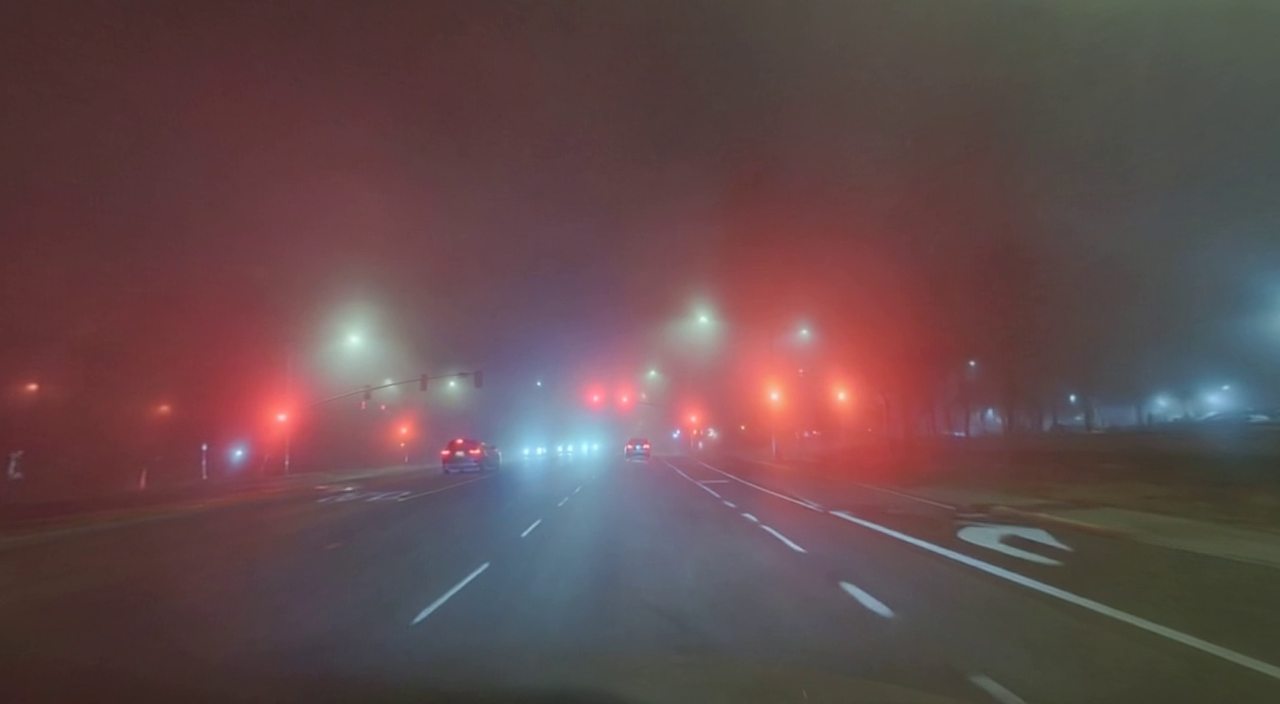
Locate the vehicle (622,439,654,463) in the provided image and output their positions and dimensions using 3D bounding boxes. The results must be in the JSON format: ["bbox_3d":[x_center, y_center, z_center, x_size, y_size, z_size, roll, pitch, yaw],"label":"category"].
[{"bbox_3d":[-0.124,6.514,41.598,1.985,1.521,3.968,0,-9,1],"label":"vehicle"}]

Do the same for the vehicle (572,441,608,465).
[{"bbox_3d":[-3.222,6.605,41.470,1.946,1.437,4.154,0,-9,1],"label":"vehicle"}]

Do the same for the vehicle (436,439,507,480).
[{"bbox_3d":[-6.974,4.488,26.638,1.869,1.570,4.064,0,-9,0],"label":"vehicle"}]

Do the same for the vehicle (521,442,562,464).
[{"bbox_3d":[-6.795,7.019,44.076,2.074,1.447,4.224,0,-9,1],"label":"vehicle"}]
